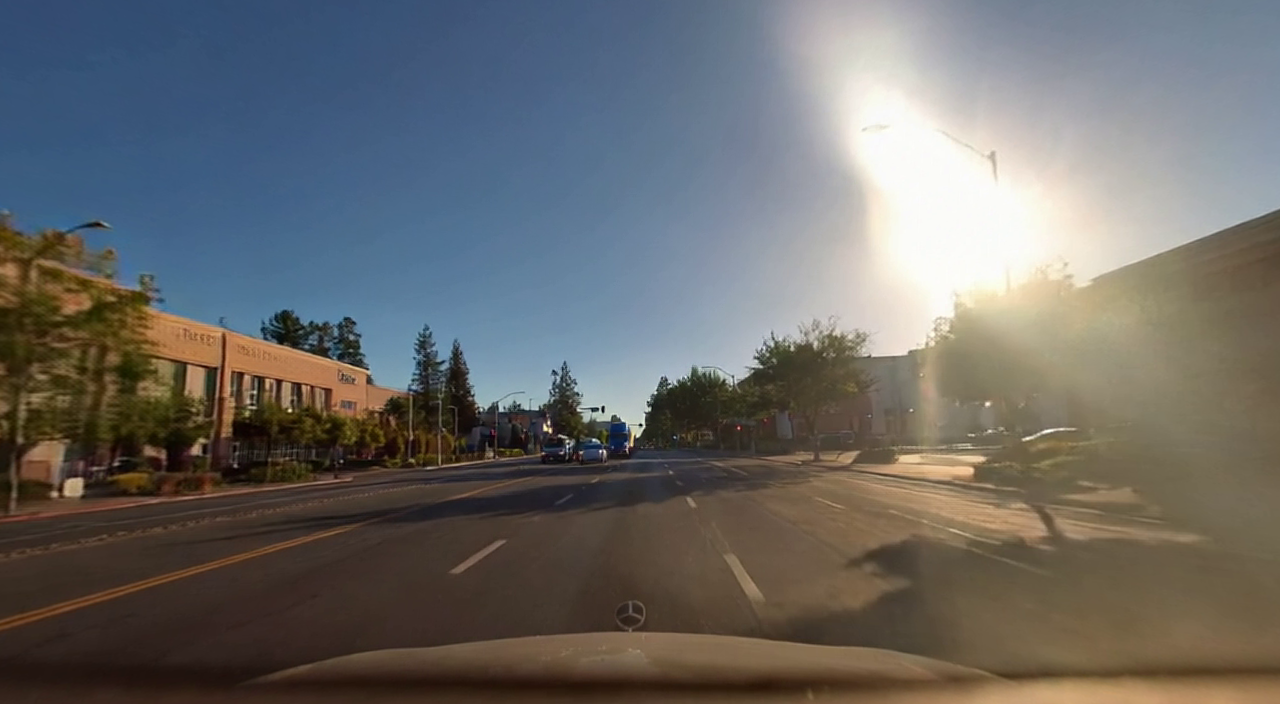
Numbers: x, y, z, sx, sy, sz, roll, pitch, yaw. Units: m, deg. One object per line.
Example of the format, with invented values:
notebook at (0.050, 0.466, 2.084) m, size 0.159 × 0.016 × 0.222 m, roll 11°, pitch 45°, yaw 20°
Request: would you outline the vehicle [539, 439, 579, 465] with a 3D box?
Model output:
vehicle at (-5.730, 7.117, 45.130) m, size 2.179 × 1.750 × 4.621 m, roll 0°, pitch -8°, yaw 0°
